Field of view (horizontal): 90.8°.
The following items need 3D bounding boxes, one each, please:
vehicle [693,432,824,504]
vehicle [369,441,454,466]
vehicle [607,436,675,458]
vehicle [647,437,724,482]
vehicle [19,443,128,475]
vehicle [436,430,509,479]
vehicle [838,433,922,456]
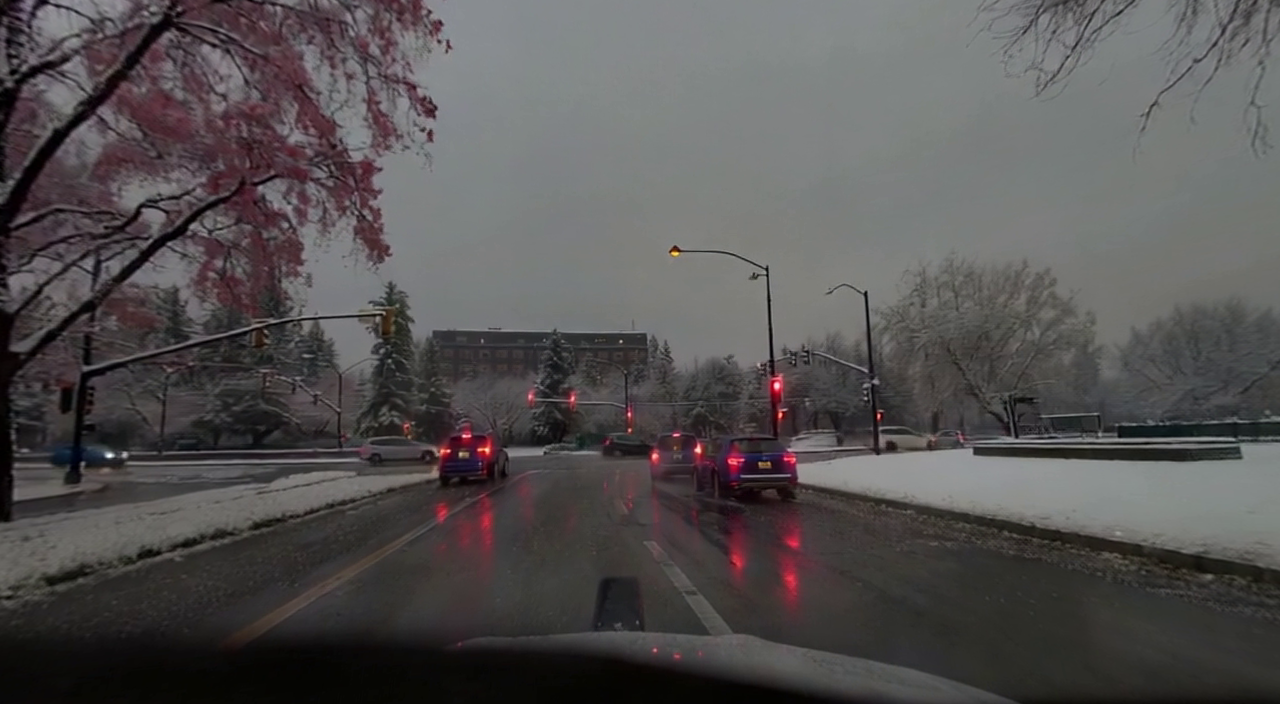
[{"bbox_3d":[2.733,2.797,15.703,2.019,1.518,4.285,1,-9,-6],"label":"vehicle"},{"bbox_3d":[-14.049,6.263,39.022,4.526,1.452,1.920,1,-8,-6],"label":"vehicle"},{"bbox_3d":[0.011,6.615,43.899,4.549,1.439,1.794,1,-8,-6],"label":"vehicle"},{"bbox_3d":[1.515,3.822,22.778,2.007,1.466,4.291,1,-9,-6],"label":"vehicle"},{"bbox_3d":[-32.785,6.178,36.651,4.263,1.769,1.870,1,-8,-6],"label":"vehicle"},{"bbox_3d":[-6.438,3.982,24.780,1.995,1.703,4.367,1,-8,-5],"label":"vehicle"},{"bbox_3d":[16.031,6.170,42.273,4.829,1.470,1.874,1,-8,-6],"label":"vehicle"}]
